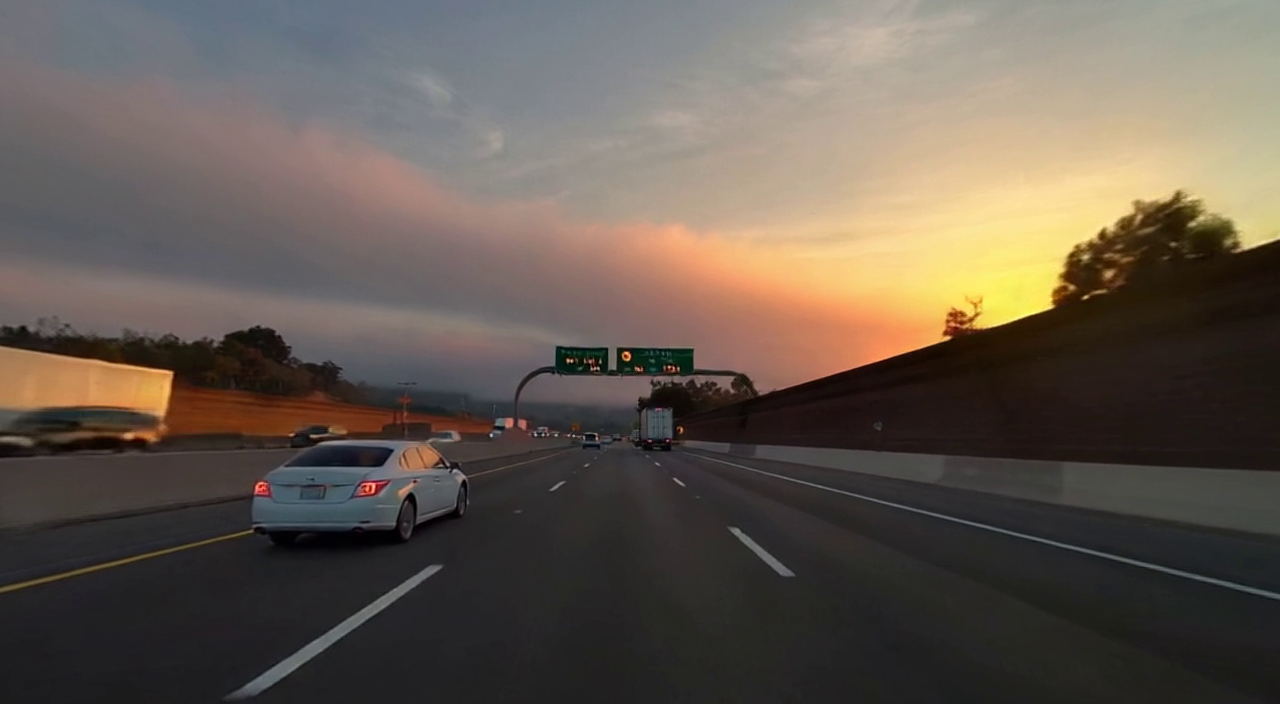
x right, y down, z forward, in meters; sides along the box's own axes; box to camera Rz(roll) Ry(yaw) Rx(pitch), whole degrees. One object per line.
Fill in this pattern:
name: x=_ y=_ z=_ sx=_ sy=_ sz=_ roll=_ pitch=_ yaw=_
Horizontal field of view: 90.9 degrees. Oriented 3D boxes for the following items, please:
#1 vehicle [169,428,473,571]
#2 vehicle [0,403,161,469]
vehicle: x=-3.885 y=1.825 z=8.757 sx=1.971 sy=1.444 sz=4.401 roll=0 pitch=-8 yaw=-1
vehicle: x=-16.229 y=2.370 z=17.606 sx=2.198 sy=1.601 sz=4.448 roll=0 pitch=-8 yaw=-1
